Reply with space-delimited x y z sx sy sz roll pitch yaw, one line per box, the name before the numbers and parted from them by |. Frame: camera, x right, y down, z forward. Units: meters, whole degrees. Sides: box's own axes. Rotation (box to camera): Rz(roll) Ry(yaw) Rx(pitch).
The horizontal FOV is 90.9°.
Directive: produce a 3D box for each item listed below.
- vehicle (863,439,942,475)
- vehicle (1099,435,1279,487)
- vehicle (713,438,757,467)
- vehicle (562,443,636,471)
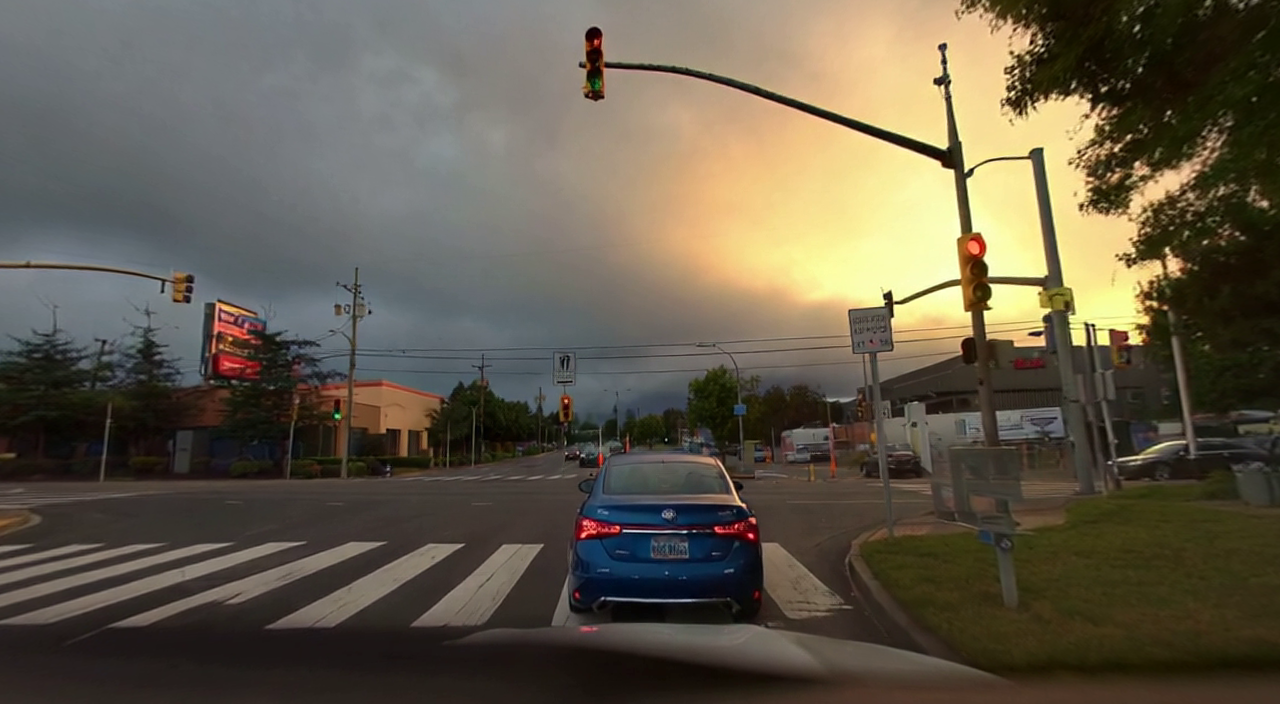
vehicle | 12.422 5.051 30.110 1.922 1.529 3.964 0 -12 -1
vehicle | 16.808 3.332 19.421 3.876 1.512 1.784 0 -8 -1
vehicle | 6.886 7.292 46.017 1.491 2.041 2.964 6 -10 -34
vehicle | -2.453 6.201 37.465 3.991 1.526 1.868 -5 -9 31
